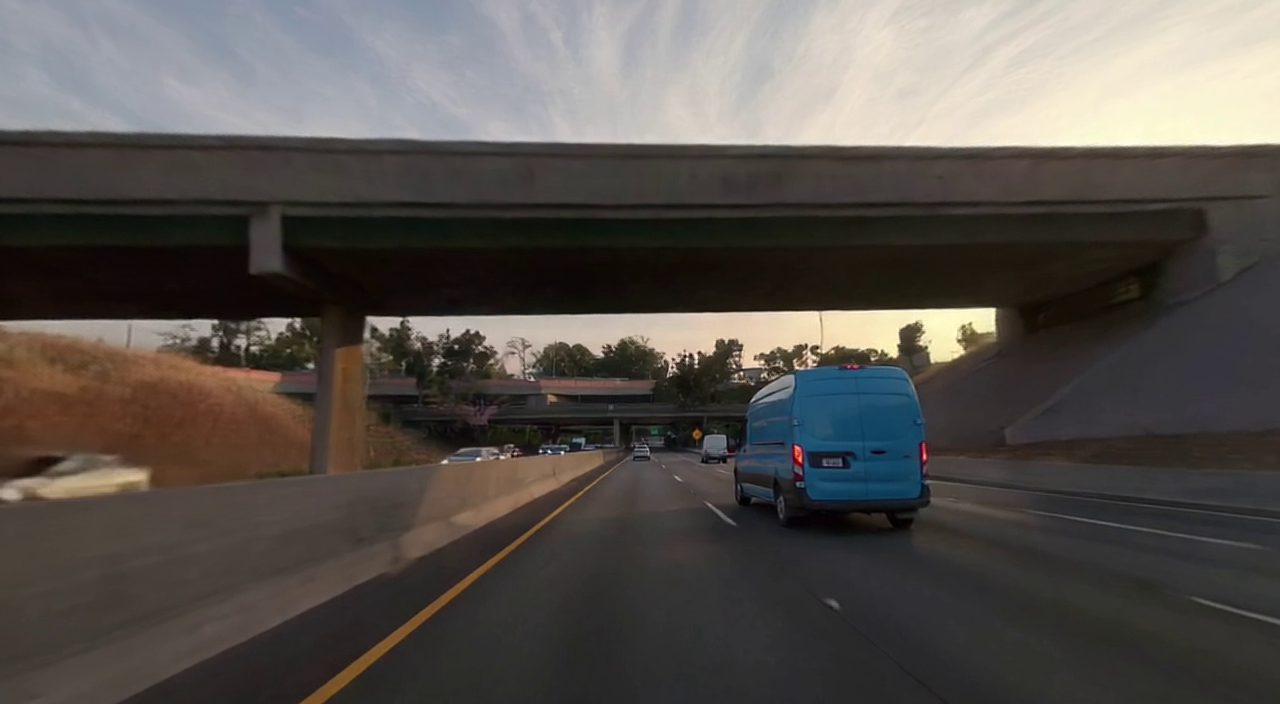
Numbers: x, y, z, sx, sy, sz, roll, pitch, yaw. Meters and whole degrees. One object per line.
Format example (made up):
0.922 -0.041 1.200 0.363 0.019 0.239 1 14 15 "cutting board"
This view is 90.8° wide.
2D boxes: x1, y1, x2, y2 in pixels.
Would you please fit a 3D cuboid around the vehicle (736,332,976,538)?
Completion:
3.824 1.772 13.183 2.460 3.155 6.902 0 -9 -1 "vehicle"

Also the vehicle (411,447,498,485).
-7.600 4.714 26.383 2.225 1.422 4.691 0 -9 0 "vehicle"

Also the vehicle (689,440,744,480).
3.506 5.034 29.658 2.009 1.731 4.149 0 -9 -1 "vehicle"
